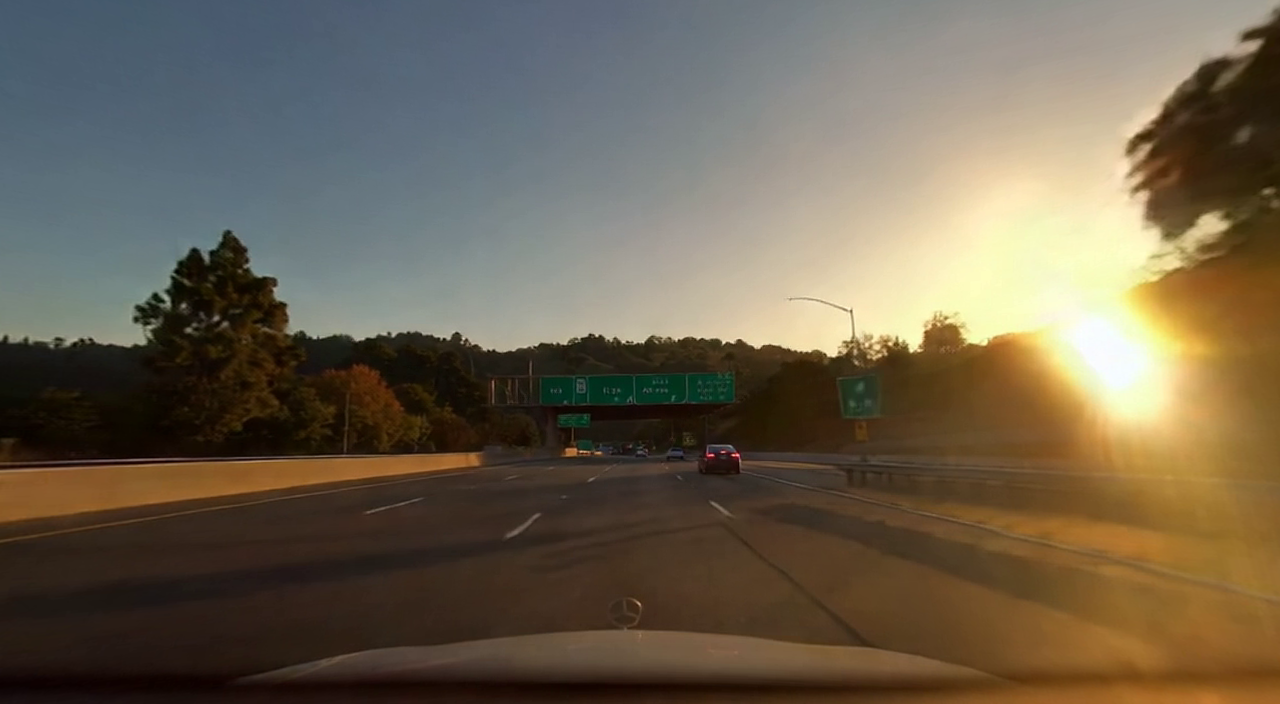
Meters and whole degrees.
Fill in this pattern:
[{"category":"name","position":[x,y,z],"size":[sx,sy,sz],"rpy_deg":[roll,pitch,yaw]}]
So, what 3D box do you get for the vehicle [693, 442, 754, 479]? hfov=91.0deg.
[{"category":"vehicle","position":[3.545,4.696,27.547],"size":[2.033,1.501,4.398],"rpy_deg":[0,-9,-1]}]
